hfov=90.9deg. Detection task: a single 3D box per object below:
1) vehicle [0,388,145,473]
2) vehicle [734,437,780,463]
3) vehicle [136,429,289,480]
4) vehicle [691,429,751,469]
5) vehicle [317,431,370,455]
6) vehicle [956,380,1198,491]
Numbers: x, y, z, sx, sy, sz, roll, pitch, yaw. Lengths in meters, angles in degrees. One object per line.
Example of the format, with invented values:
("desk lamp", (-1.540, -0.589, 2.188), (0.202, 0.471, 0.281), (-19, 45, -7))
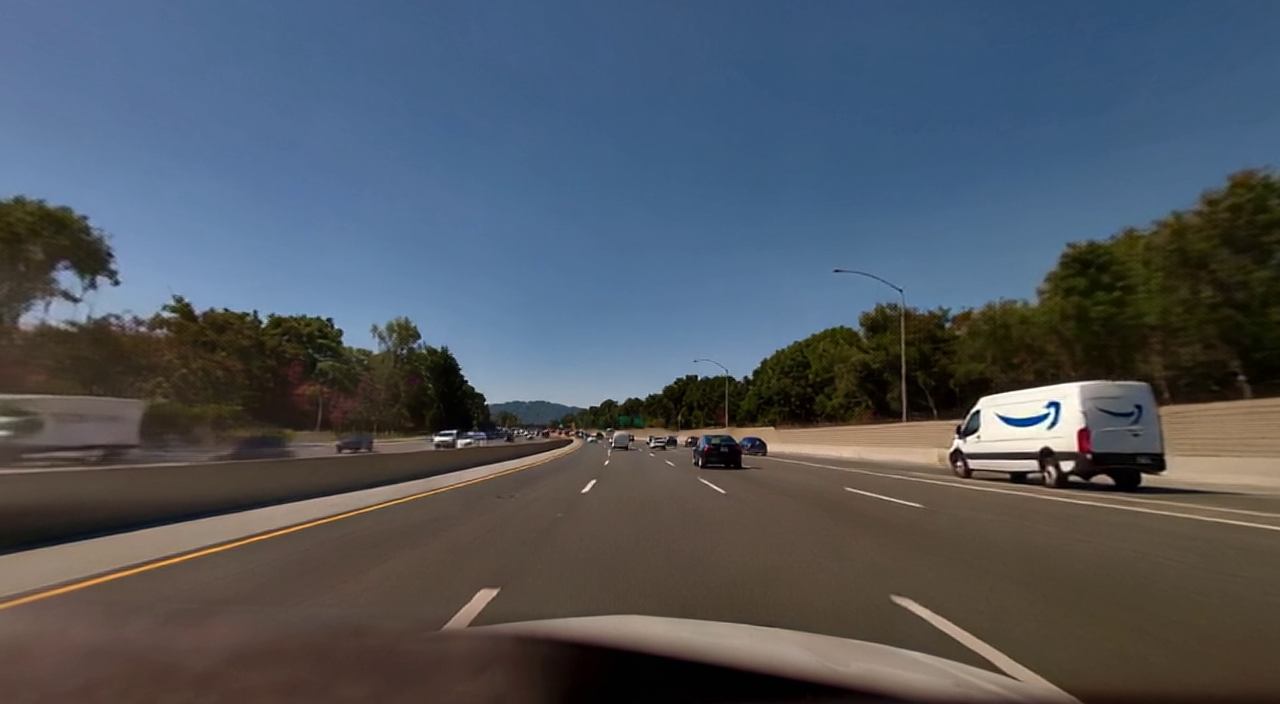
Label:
("vehicle", (-25.010, 3.362, 26.535), (3.027, 3.116, 6.548), (0, -8, -1))
("vehicle", (6.935, 5.861, 37.803), (1.798, 1.473, 4.077), (0, -8, -2))
("vehicle", (-13.790, 3.330, 20.762), (1.859, 1.472, 4.558), (0, -8, -1))
("vehicle", (3.786, 4.635, 30.229), (2.141, 1.732, 4.279), (0, -8, -2))
("vehicle", (-22.151, 6.859, 47.295), (1.915, 1.683, 4.596), (0, -8, -2))
("vehicle", (12.767, 2.599, 19.395), (2.274, 2.802, 6.802), (0, -8, -3))
